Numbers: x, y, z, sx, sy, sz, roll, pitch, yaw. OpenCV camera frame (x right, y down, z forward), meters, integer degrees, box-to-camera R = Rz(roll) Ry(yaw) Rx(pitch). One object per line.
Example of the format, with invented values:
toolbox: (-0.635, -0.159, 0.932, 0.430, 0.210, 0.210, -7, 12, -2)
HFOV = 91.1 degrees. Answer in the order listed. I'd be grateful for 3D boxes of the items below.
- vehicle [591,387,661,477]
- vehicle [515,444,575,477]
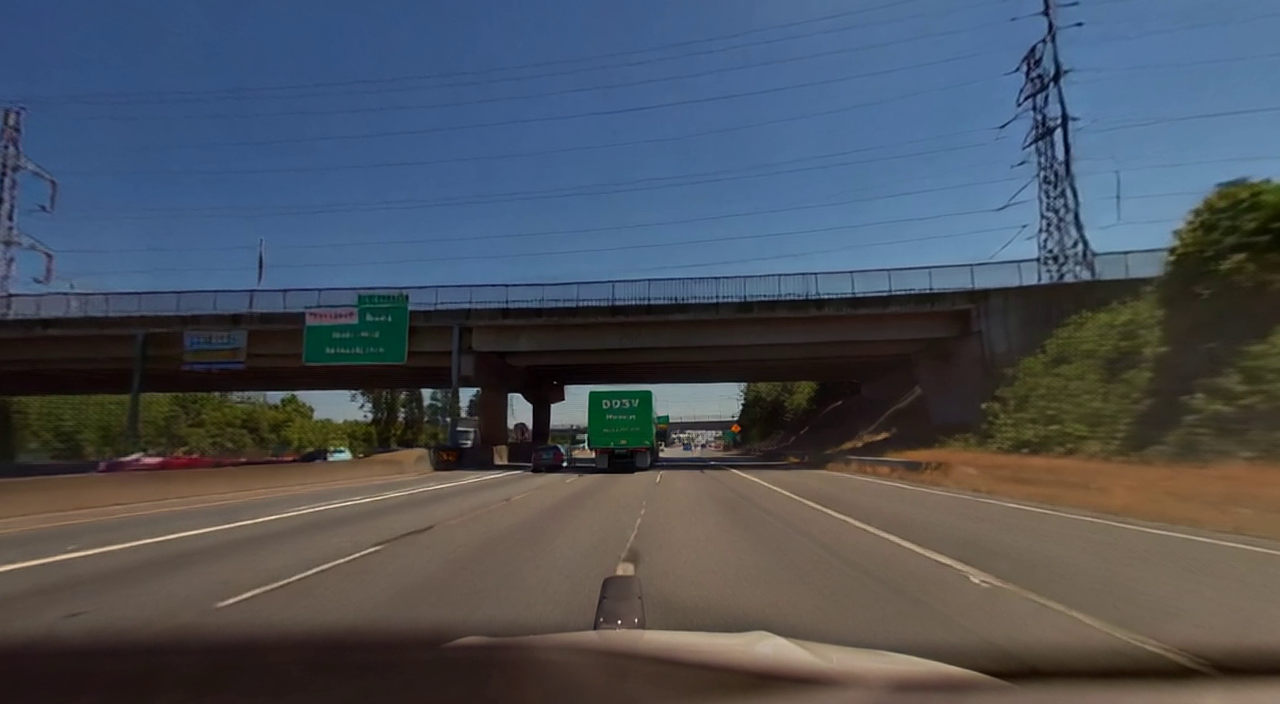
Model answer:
vehicle: (-0.417, 4.543, 34.526, 3.025, 4.002, 12.709, -1, -9, 2)
vehicle: (-4.542, 5.268, 30.713, 1.958, 1.467, 4.737, -1, -9, 3)
